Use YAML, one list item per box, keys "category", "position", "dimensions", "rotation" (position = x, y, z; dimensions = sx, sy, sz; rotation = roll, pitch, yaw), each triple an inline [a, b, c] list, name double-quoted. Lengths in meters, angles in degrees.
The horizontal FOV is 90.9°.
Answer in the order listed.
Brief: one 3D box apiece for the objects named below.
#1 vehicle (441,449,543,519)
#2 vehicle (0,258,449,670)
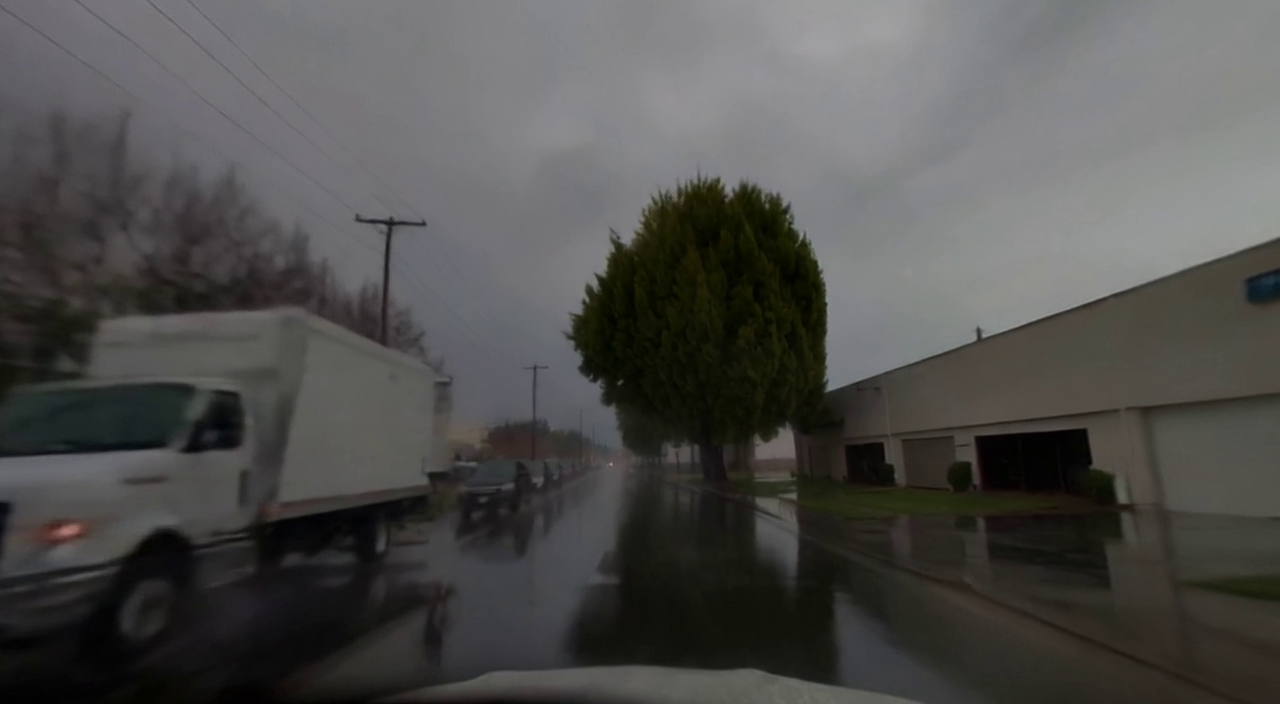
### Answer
- category: "vehicle"
  position: [-4.113, 3.701, 18.259]
  dimensions: [1.886, 1.640, 4.311]
  rotation: [2, -8, -1]
- category: "vehicle"
  position: [-4.045, 1.188, 7.005]
  dimensions: [2.242, 2.726, 5.581]
  rotation: [1, -10, -3]
